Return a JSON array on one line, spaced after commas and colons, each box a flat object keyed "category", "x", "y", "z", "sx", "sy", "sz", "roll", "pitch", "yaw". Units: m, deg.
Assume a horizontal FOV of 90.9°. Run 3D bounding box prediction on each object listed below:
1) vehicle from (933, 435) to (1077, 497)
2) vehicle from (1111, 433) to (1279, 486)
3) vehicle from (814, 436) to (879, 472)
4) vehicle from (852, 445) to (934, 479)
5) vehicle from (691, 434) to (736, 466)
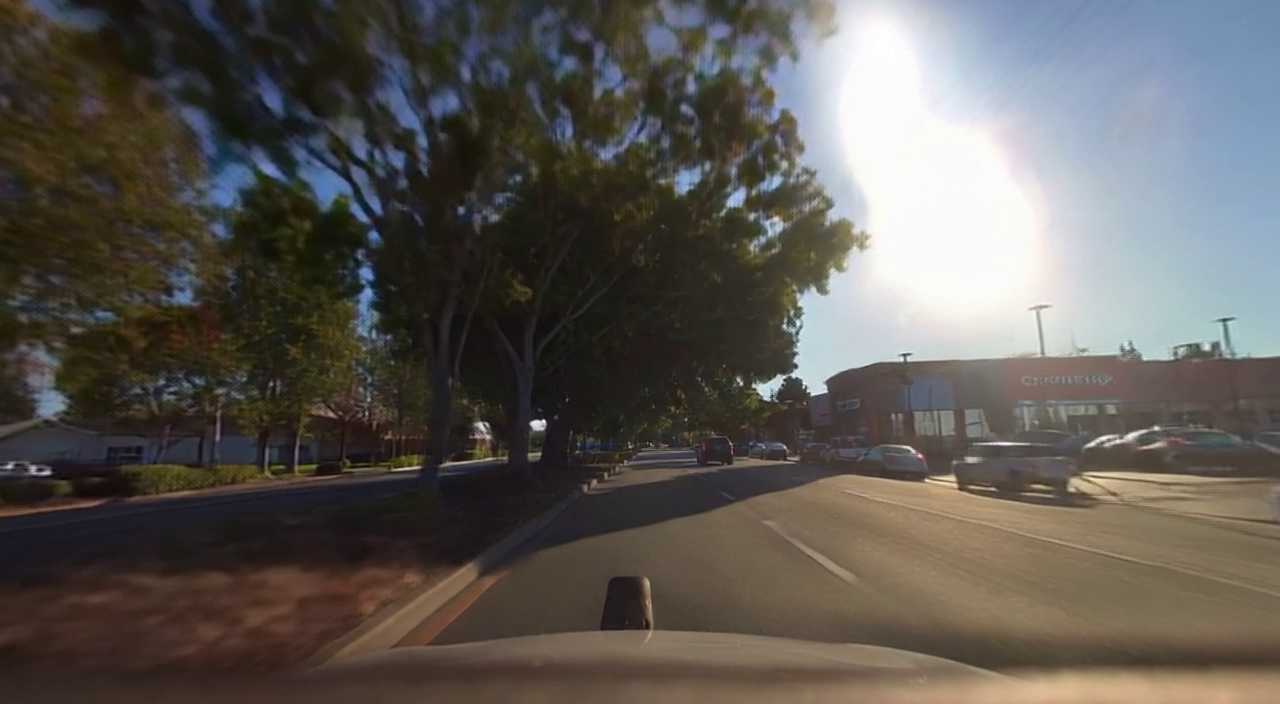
[{"category": "vehicle", "x": 10.794, "y": 3.378, "z": 19.094, "sx": 1.958, "sy": 1.654, "sz": 4.258, "roll": 0, "pitch": -9, "yaw": 3}, {"category": "vehicle", "x": 18.329, "y": 3.434, "z": 20.396, "sx": 4.562, "sy": 1.485, "sz": 1.889, "roll": -2, "pitch": -7, "yaw": 1}, {"category": "vehicle", "x": 11.053, "y": 5.487, "z": 34.085, "sx": 1.959, "sy": 1.751, "sz": 4.961, "roll": 0, "pitch": -9, "yaw": 2}, {"category": "vehicle", "x": 10.946, "y": 4.783, "z": 27.630, "sx": 1.824, "sy": 1.364, "sz": 4.238, "roll": 0, "pitch": -9, "yaw": 0}, {"category": "vehicle", "x": 4.489, "y": 6.053, "z": 39.155, "sx": 2.183, "sy": 1.845, "sz": 4.482, "roll": 0, "pitch": -9, "yaw": 0}]
